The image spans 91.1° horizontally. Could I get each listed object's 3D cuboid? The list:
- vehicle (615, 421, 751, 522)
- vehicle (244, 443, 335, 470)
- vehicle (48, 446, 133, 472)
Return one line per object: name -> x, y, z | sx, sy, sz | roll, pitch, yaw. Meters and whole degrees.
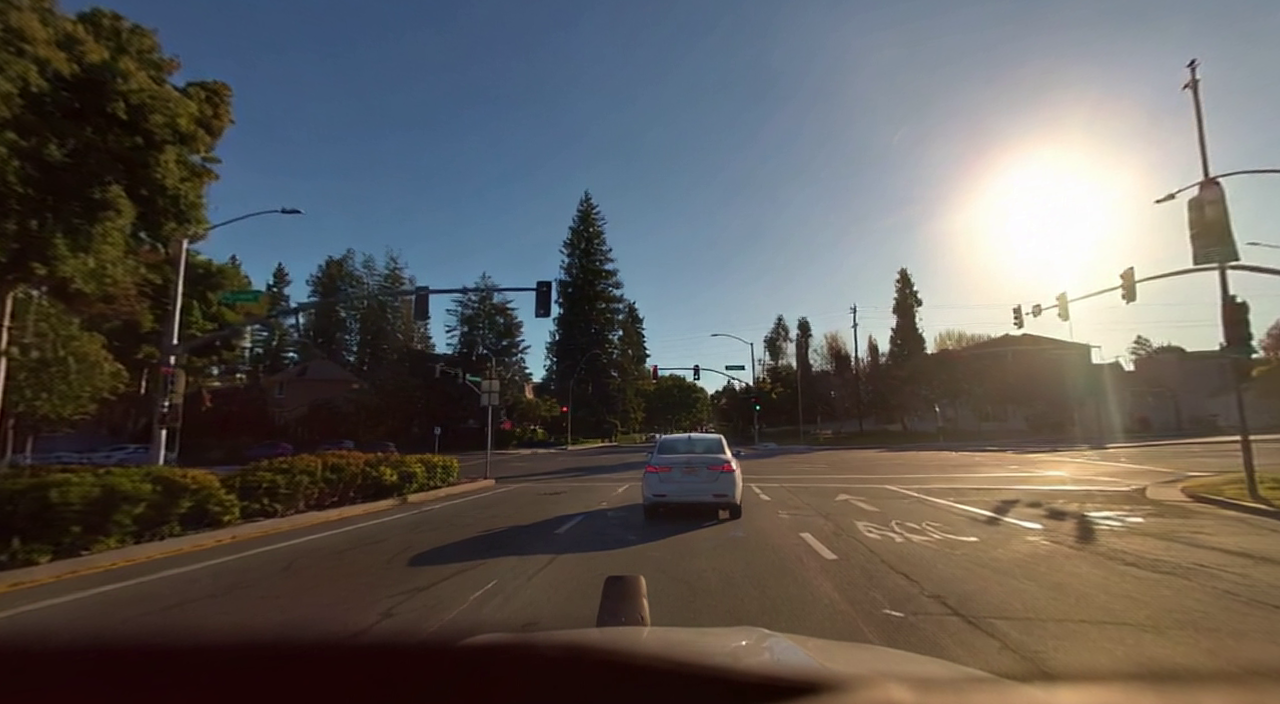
vehicle -> 0.867, 2.255, 12.411 | 2.139, 1.564, 4.901 | -1, -8, 5
vehicle -> -20.774, 6.160, 37.217 | 4.735, 1.472, 1.932 | -3, -9, 19
vehicle -> -36.489, 7.080, 41.690 | 4.612, 1.673, 1.972 | -3, -9, 17
